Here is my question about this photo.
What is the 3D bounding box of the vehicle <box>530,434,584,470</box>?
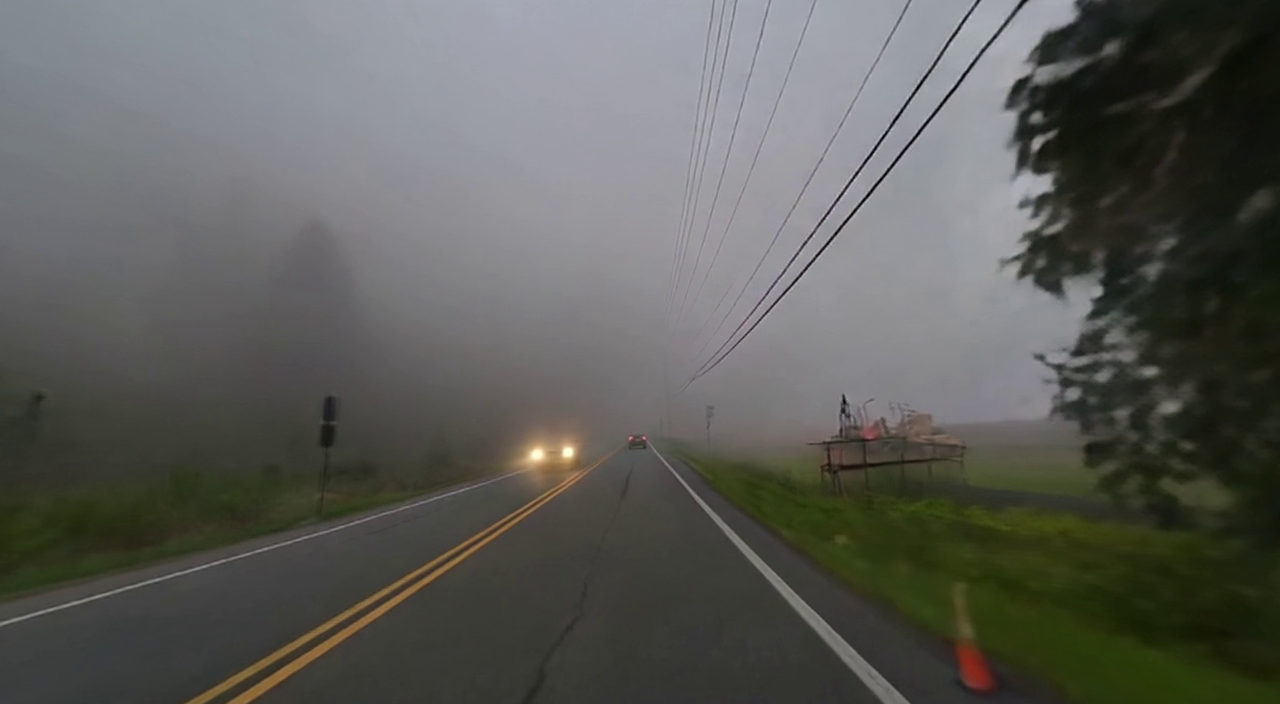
[{"bbox_3d":[-3.933,4.843,30.651,2.020,1.631,4.054,0,-8,1],"label":"vehicle"}]
